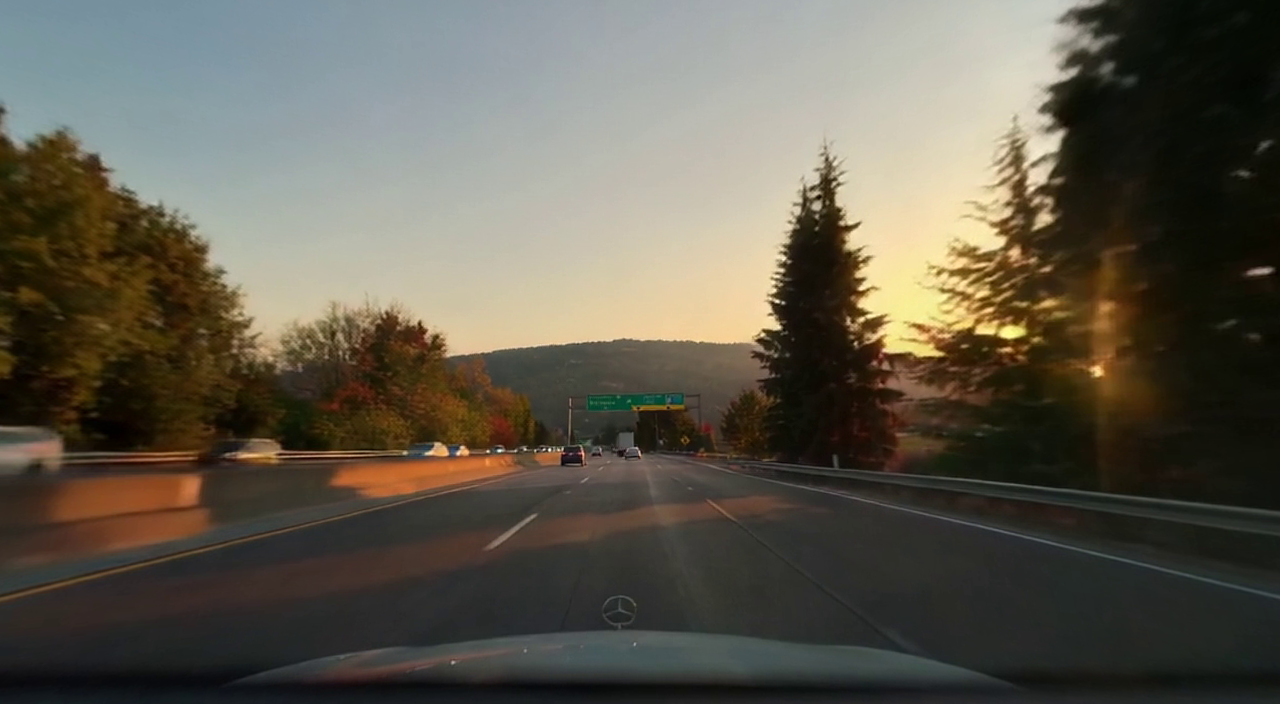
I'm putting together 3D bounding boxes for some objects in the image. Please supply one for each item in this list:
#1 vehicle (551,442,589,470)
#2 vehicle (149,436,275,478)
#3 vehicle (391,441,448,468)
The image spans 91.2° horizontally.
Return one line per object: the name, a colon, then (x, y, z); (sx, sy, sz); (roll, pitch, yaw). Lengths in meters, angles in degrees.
vehicle: (-4.497, 6.754, 40.876); (2.098, 1.692, 4.038); (0, -9, -1)
vehicle: (-17.050, 4.225, 25.328); (1.843, 1.510, 4.698); (0, -9, -1)
vehicle: (-12.946, 6.024, 37.024); (1.831, 1.460, 4.414); (0, -9, -1)
